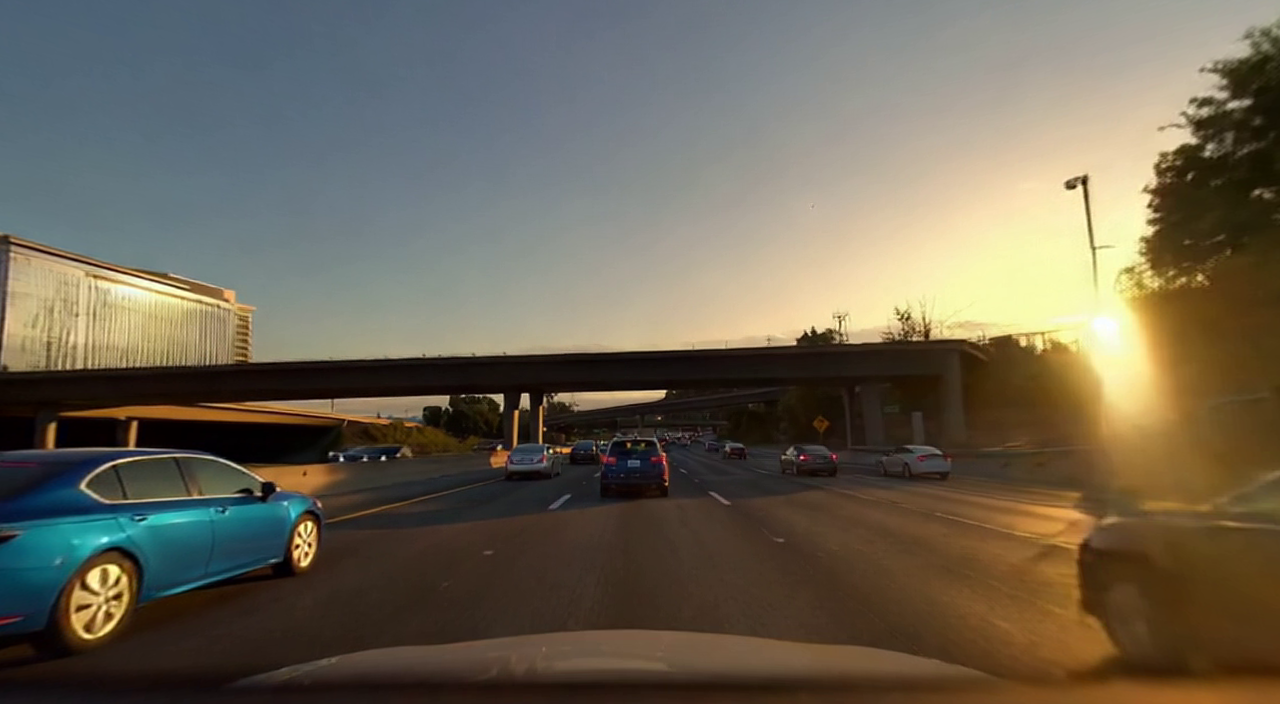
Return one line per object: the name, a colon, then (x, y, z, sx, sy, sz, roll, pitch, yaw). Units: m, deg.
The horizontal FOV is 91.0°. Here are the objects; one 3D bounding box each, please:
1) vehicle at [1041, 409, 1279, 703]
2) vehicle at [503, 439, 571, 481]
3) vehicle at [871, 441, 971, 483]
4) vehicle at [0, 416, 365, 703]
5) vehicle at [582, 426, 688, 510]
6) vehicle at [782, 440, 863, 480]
vehicle: (3.899, 0.918, 2.170, 2.031, 1.492, 4.577, 0, -9, 0)
vehicle: (-4.014, 4.306, 25.309, 1.947, 1.516, 4.295, 0, -9, 1)
vehicle: (11.258, 4.410, 25.612, 2.008, 1.516, 4.385, 0, -9, 0)
vehicle: (-4.310, 1.375, 5.276, 1.974, 1.478, 4.412, 0, -9, 0)
vehicle: (-0.071, 2.705, 15.048, 2.181, 1.697, 4.021, 0, -9, 1)
vehicle: (7.597, 4.544, 26.699, 2.049, 1.521, 4.604, 0, -9, 0)
